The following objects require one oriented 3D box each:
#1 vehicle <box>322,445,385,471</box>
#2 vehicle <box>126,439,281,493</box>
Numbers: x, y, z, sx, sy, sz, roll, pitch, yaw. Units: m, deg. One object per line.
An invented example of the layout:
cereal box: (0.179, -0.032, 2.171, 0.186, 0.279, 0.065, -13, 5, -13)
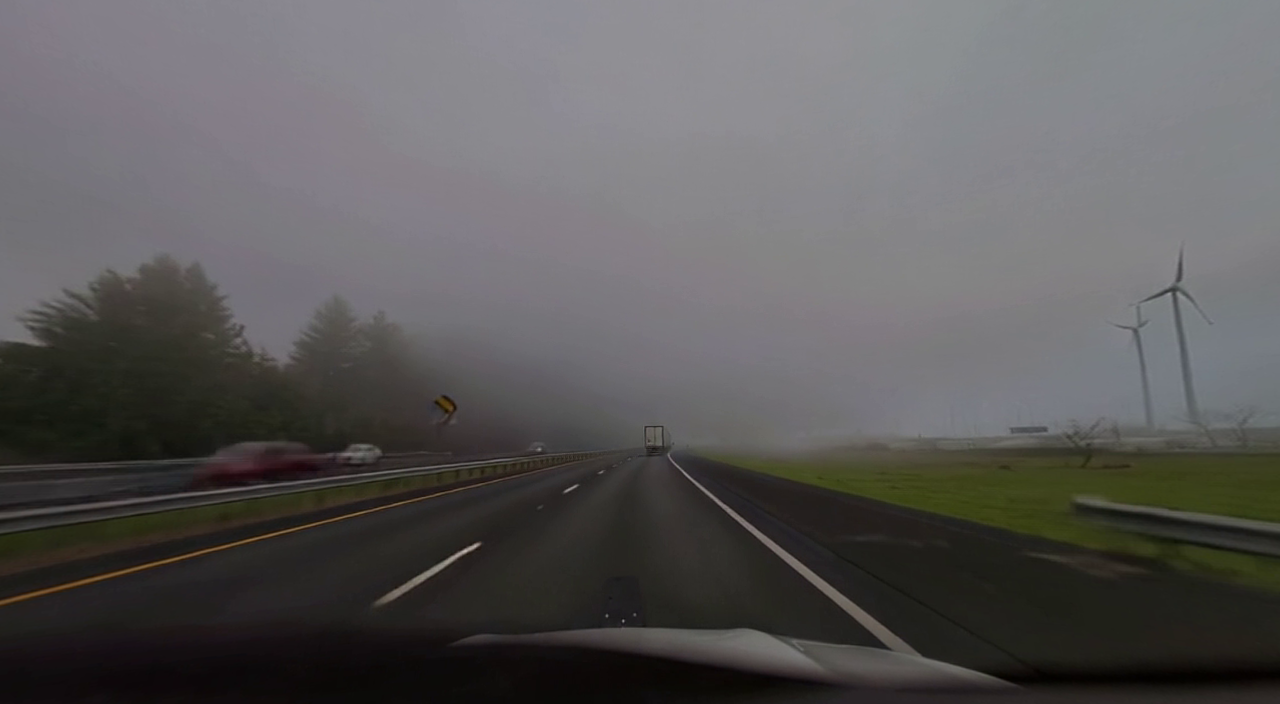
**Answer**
vehicle: (-16.566, 6.126, 36.603, 1.773, 1.440, 3.723, 0, -9, 2)
vehicle: (-12.928, 3.380, 18.986, 1.903, 1.442, 3.765, 0, -9, 1)
